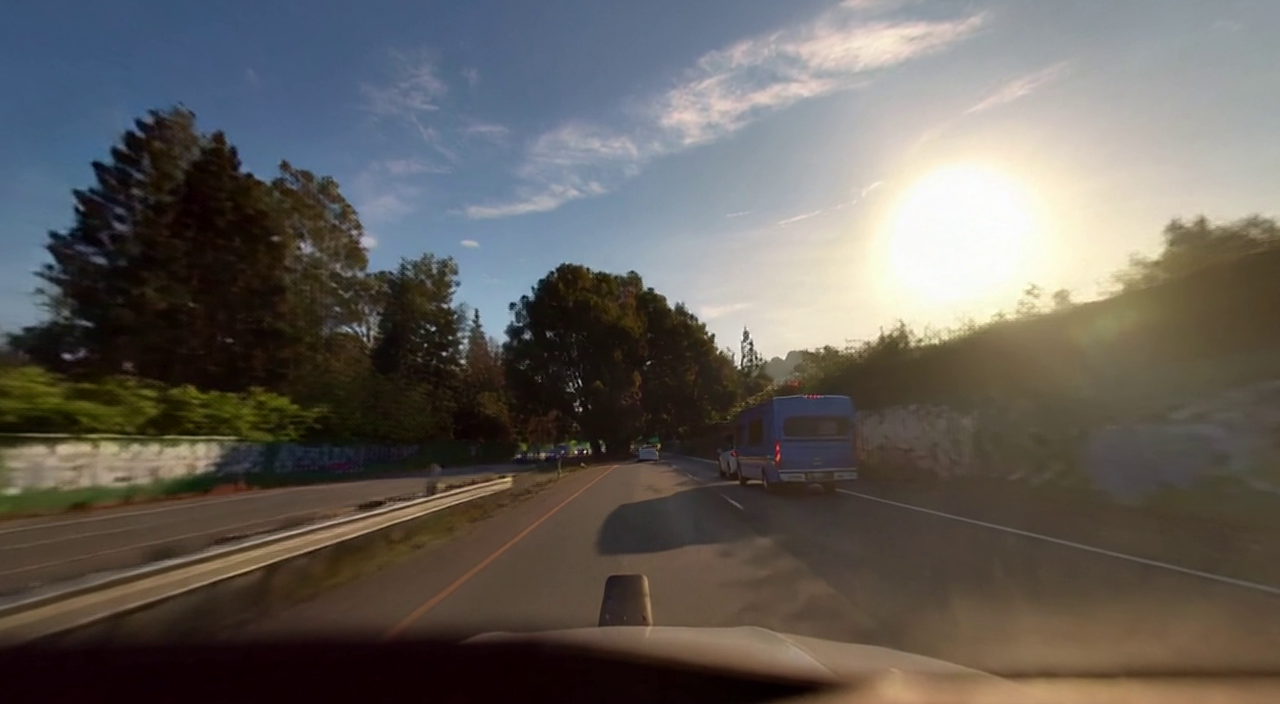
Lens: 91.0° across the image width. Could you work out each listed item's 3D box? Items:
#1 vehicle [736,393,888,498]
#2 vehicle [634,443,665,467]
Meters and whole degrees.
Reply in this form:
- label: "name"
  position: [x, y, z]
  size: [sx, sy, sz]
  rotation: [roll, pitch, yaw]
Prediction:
- label: "vehicle"
  position: [4.891, 2.884, 19.533]
  size: [2.712, 2.659, 6.992]
  rotation: [0, -8, 0]
- label: "vehicle"
  position: [0.618, 6.985, 42.890]
  size: [2.030, 1.572, 4.067]
  rotation: [0, -8, 0]
